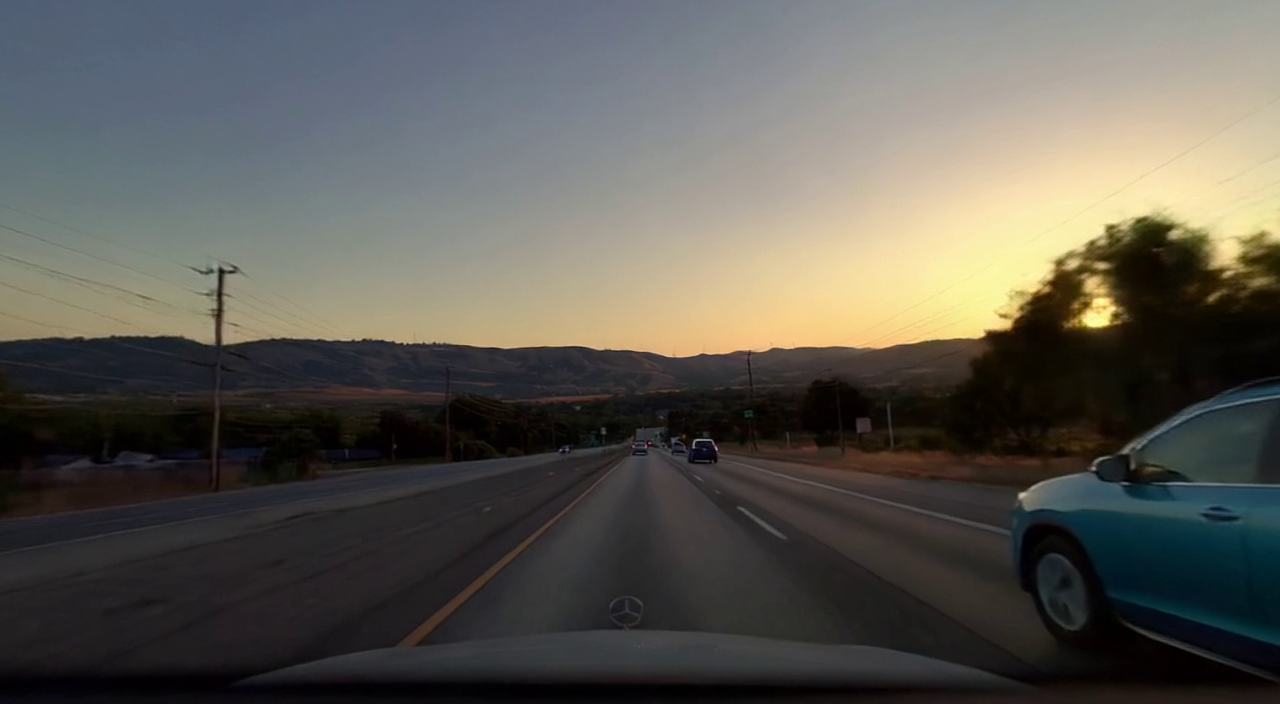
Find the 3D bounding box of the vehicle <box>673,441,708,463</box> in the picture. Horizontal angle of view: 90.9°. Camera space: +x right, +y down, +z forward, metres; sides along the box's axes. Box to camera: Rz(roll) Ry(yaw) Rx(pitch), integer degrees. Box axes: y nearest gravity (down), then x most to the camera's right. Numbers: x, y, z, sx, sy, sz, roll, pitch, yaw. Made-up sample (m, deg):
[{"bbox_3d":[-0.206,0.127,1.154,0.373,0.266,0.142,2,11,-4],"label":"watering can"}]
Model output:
[{"bbox_3d":[3.617,7.201,45.664,2.148,1.538,4.430,0,-8,0],"label":"vehicle"}]
